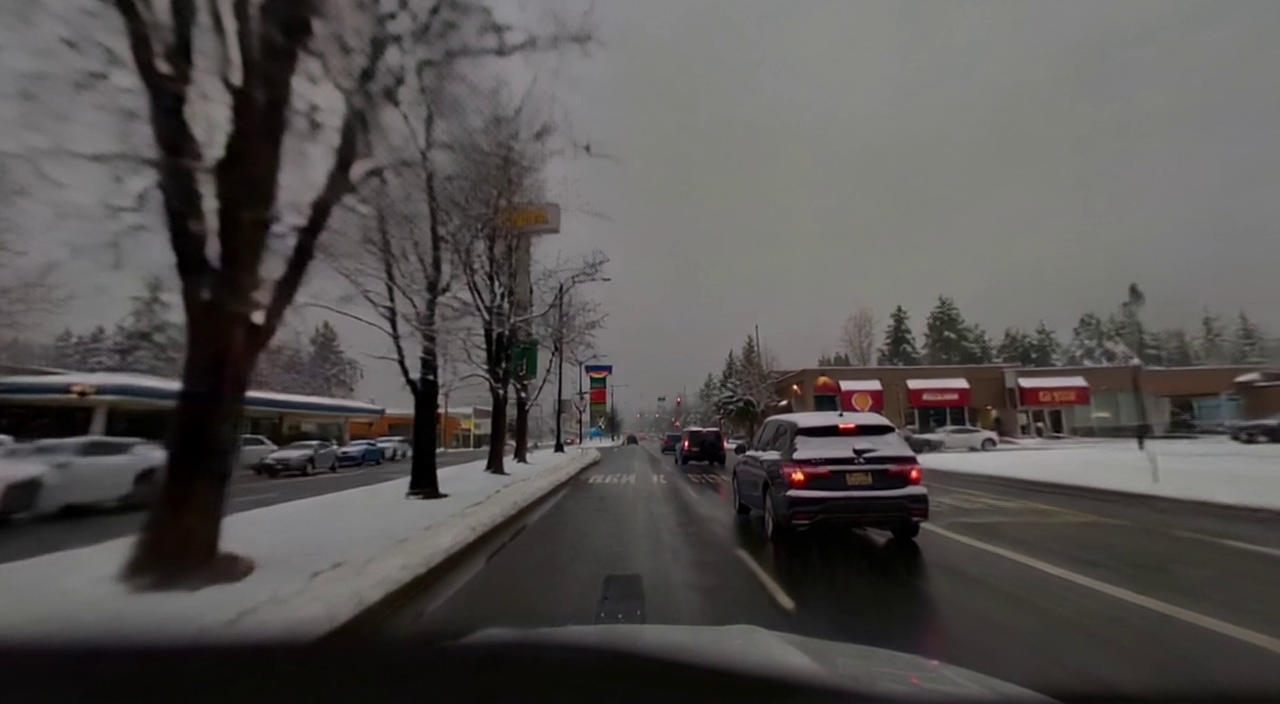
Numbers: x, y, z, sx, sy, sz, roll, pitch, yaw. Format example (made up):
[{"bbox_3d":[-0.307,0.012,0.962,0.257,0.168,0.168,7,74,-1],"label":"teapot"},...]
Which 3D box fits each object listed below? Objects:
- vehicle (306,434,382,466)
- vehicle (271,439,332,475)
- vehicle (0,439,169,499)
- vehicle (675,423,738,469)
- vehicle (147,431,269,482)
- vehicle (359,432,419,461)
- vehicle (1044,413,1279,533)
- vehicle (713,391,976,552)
[{"bbox_3d":[-18.039,5.986,38.644,2.129,1.843,5.067,-1,-8,1],"label":"vehicle"},{"bbox_3d":[-16.057,4.932,29.868,2.290,1.519,4.860,4,-9,-28],"label":"vehicle"},{"bbox_3d":[-18.077,3.702,20.447,1.881,1.679,4.598,-1,-8,2],"label":"vehicle"},{"bbox_3d":[2.558,3.750,25.246,1.999,1.679,4.217,0,-8,-1],"label":"vehicle"},{"bbox_3d":[-17.975,4.350,26.537,1.930,1.935,4.567,0,-8,-1],"label":"vehicle"},{"bbox_3d":[-17.888,6.764,45.211,2.263,1.887,5.170,0,-8,-1],"label":"vehicle"},{"bbox_3d":[9.723,1.965,10.850,2.177,1.593,5.027,0,-8,0],"label":"vehicle"},{"bbox_3d":[2.507,1.637,9.306,2.183,1.720,4.842,0,-8,-1],"label":"vehicle"}]
